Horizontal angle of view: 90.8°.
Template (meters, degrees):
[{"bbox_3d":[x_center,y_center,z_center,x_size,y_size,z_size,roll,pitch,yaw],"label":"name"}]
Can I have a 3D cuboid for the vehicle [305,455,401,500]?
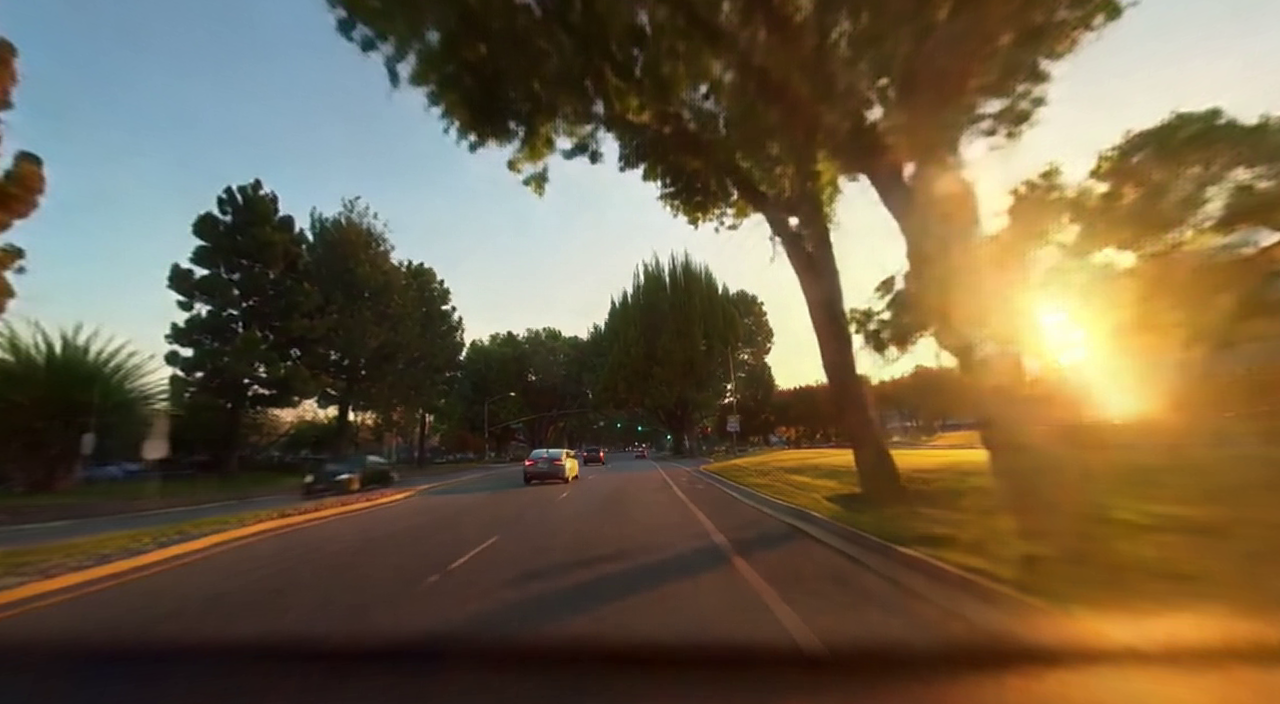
[{"bbox_3d":[-11.899,5.192,26.546,1.988,1.660,4.317,0,-9,0],"label":"vehicle"}]

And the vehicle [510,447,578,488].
[{"bbox_3d":[-3.622,4.408,24.527,1.932,1.431,4.144,0,-9,1],"label":"vehicle"}]
